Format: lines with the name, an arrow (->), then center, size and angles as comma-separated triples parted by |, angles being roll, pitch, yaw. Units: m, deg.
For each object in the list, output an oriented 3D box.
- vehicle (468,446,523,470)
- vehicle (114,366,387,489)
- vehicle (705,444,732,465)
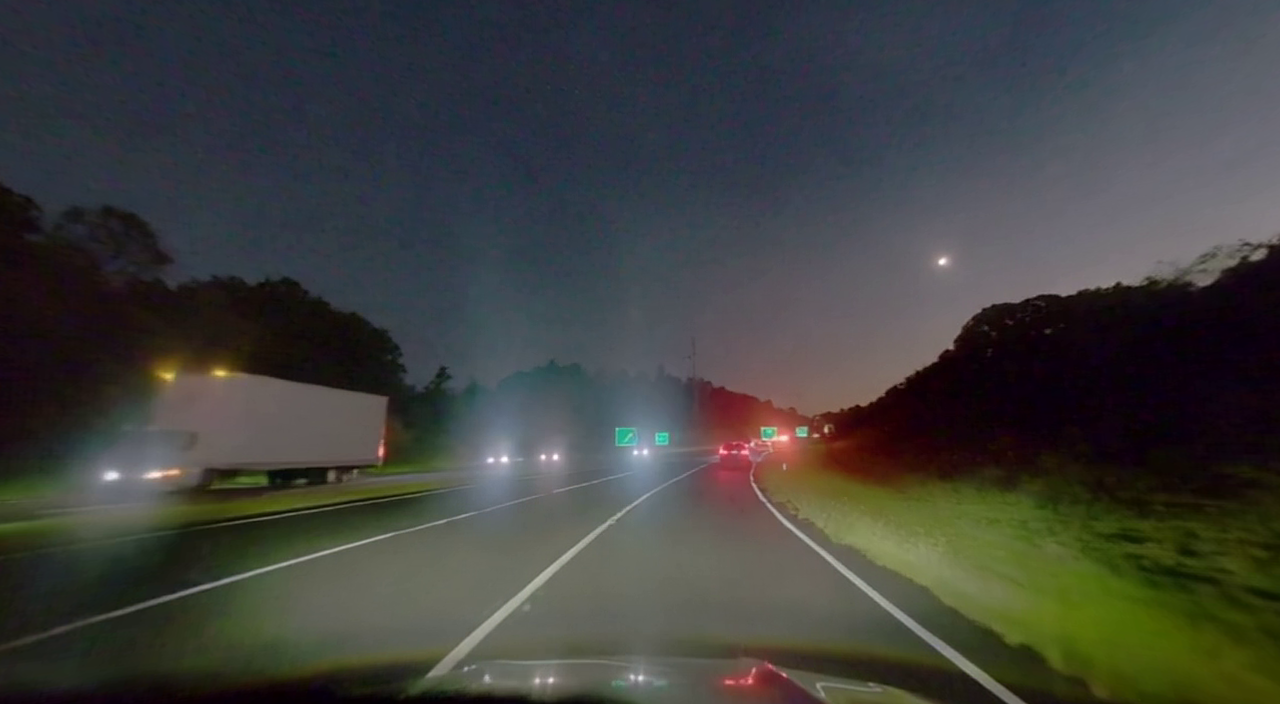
vehicle -> -9.400, 6.938, 41.389 | 1.908, 1.447, 4.337 | -2, -9, 10
vehicle -> -13.063, 2.868, 22.681 | 2.965, 3.507, 9.019 | -2, -9, 9
vehicle -> 5.755, 7.493, 46.002 | 1.807, 1.427, 3.645 | -2, -9, 9
